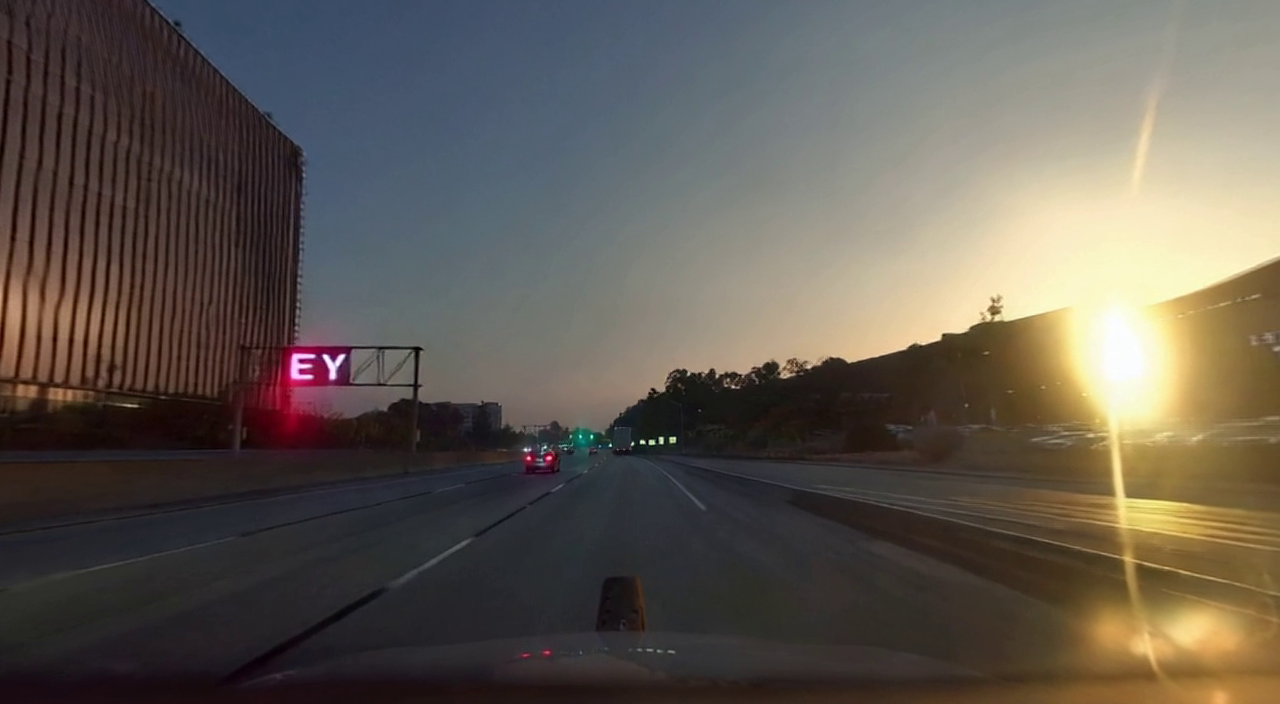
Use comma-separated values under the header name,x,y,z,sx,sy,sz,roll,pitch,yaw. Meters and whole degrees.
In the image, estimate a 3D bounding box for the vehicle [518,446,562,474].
name,x,y,z,sx,sy,sz,roll,pitch,yaw
vehicle,-5.815,6.313,37.014,1.943,1.510,4.201,0,-9,-1
